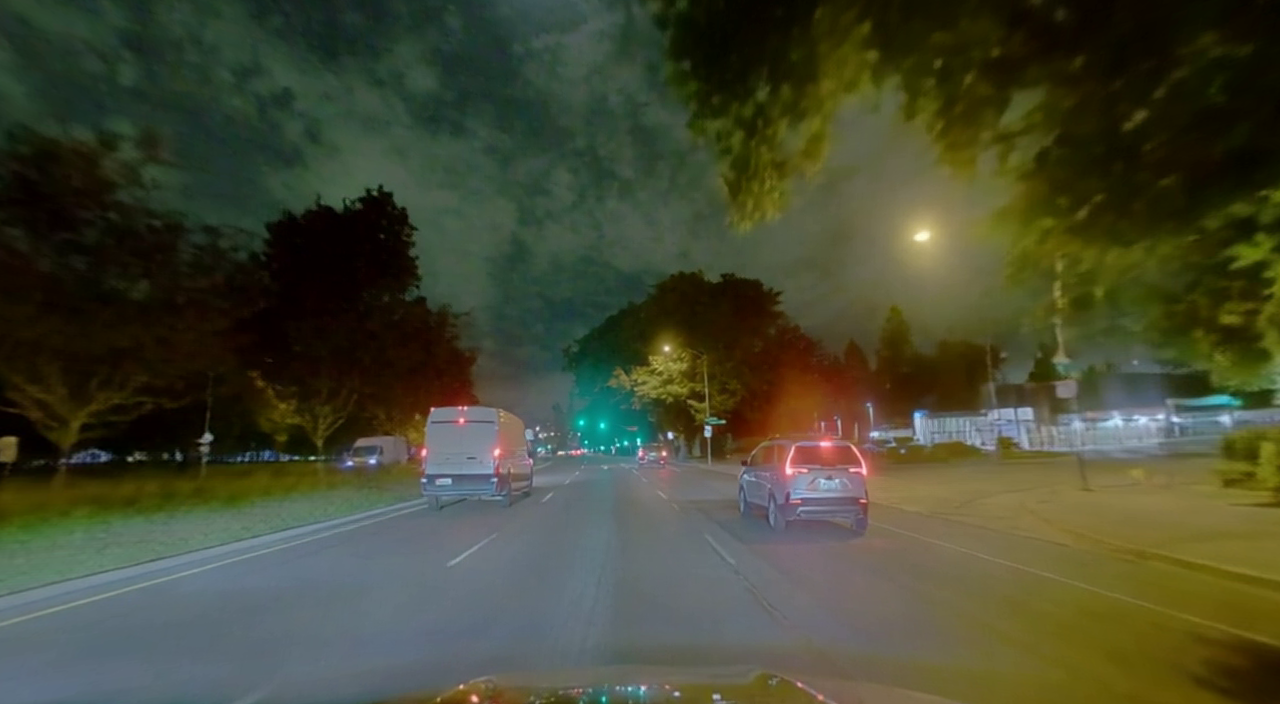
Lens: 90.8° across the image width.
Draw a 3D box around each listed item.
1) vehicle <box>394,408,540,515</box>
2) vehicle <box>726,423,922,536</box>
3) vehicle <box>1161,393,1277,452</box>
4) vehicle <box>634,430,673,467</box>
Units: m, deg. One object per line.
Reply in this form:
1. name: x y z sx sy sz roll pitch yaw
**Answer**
1. vehicle: -4.002 2.652 15.623 2.420 2.227 4.499 0 -9 -1
2. vehicle: 3.048 2.240 11.722 2.087 1.658 4.612 0 -9 -2
3. vehicle: 39.049 4.892 42.414 10.876 3.559 3.014 6 -11 -34
4. vehicle: 0.936 7.147 47.003 2.397 2.566 5.324 0 -9 -4
